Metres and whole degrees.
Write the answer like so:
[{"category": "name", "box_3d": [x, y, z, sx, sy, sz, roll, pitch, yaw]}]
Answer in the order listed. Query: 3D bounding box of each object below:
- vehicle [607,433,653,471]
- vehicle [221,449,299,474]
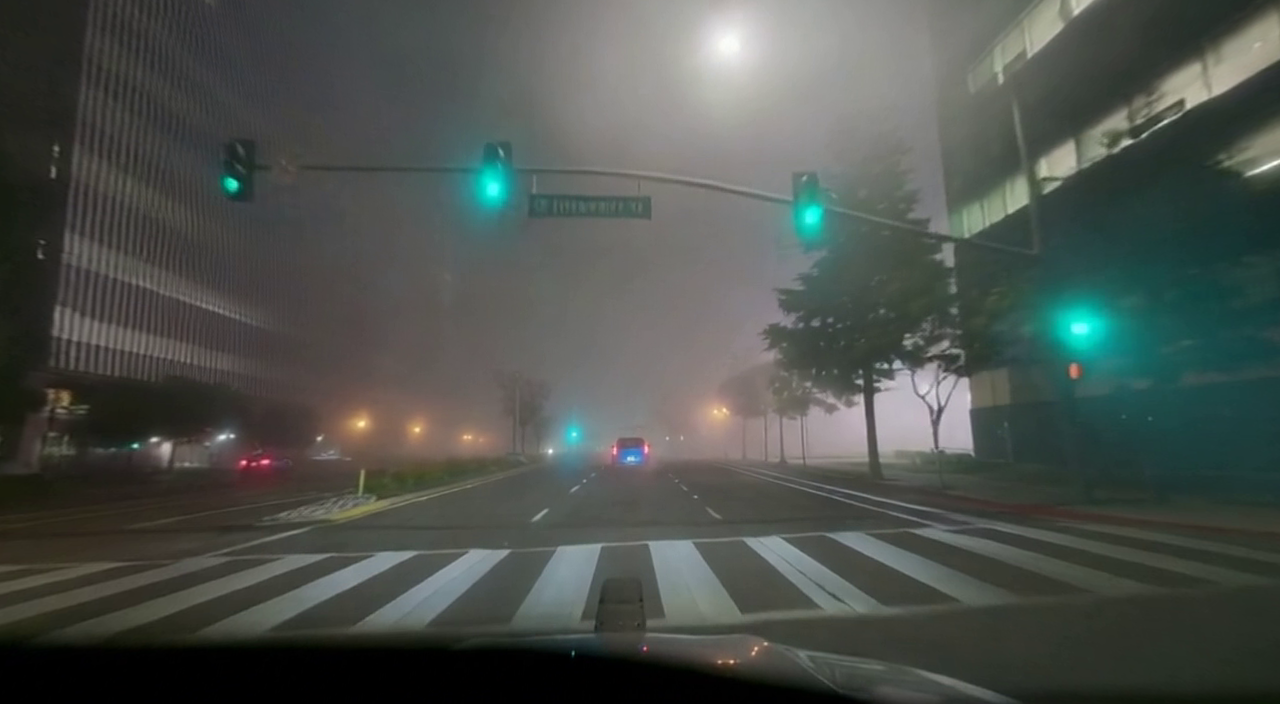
[{"category": "vehicle", "box_3d": [-0.523, 5.349, 34.037, 2.313, 1.860, 4.319, 0, -8, -1]}, {"category": "vehicle", "box_3d": [-29.663, 8.543, 49.458, 4.813, 1.783, 1.983, 2, -9, -20]}]
